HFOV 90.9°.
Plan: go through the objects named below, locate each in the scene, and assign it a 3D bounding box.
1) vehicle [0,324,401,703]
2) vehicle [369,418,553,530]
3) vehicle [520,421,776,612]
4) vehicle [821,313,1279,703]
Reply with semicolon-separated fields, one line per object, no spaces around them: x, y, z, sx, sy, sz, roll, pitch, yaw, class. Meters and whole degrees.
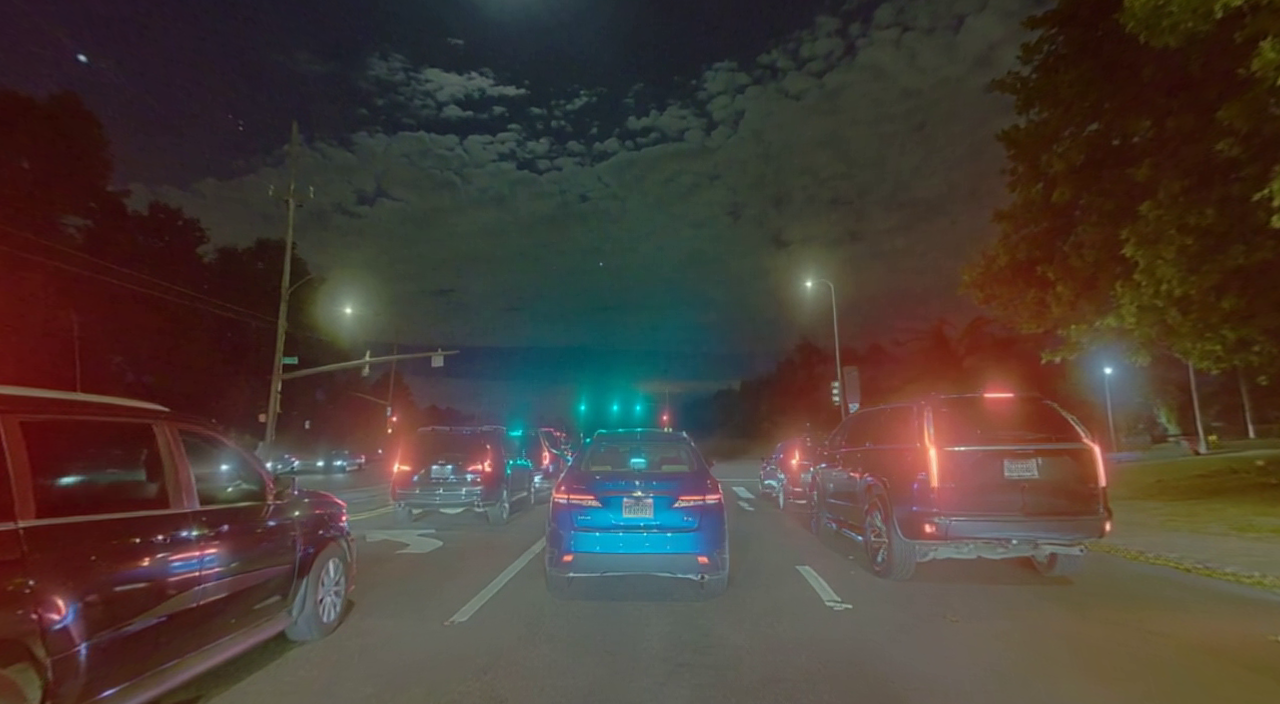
-3.118;0.952;3.295;1.982;1.721;4.261;0;-8;1;vehicle
-3.183;2.298;12.445;2.117;1.772;4.619;0;-8;2;vehicle
0.024;1.596;7.025;2.021;1.490;3.948;0;-8;-1;vehicle
3.215;1.102;4.728;2.141;1.833;4.704;0;-8;-2;vehicle
